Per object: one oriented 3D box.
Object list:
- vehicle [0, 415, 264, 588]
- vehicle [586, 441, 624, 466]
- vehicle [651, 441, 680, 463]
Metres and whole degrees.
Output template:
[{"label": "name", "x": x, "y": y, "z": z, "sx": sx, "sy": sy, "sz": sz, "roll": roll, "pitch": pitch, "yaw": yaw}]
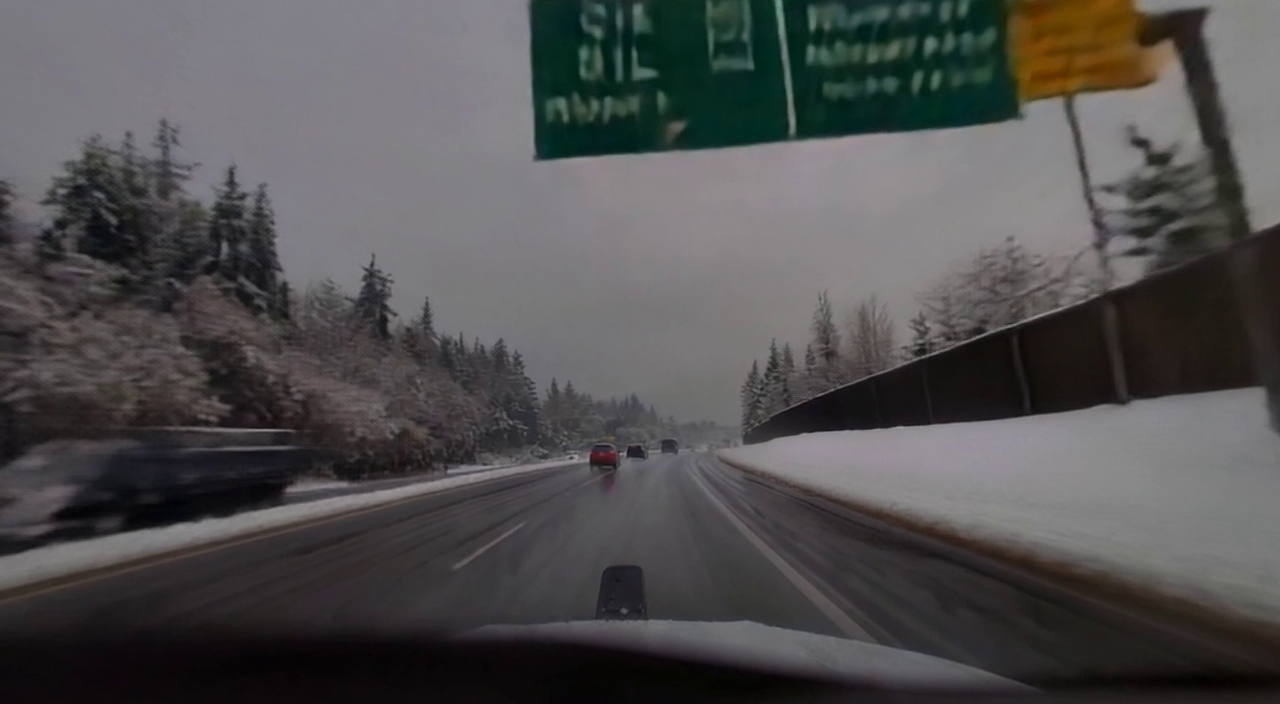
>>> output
[{"label": "vehicle", "x": -10.855, "y": 2.652, "z": 12.174, "sx": 2.476, "sy": 2.598, "sz": 7.227, "roll": 0, "pitch": -8, "yaw": 2}, {"label": "vehicle", "x": -2.221, "y": 6.627, "z": 41.220, "sx": 1.985, "sy": 1.518, "sz": 3.847, "roll": -1, "pitch": -8, "yaw": 4}, {"label": "vehicle", "x": 1.984, "y": 7.614, "z": 48.079, "sx": 2.077, "sy": 1.533, "sz": 3.854, "roll": -1, "pitch": -8, "yaw": 4}]
